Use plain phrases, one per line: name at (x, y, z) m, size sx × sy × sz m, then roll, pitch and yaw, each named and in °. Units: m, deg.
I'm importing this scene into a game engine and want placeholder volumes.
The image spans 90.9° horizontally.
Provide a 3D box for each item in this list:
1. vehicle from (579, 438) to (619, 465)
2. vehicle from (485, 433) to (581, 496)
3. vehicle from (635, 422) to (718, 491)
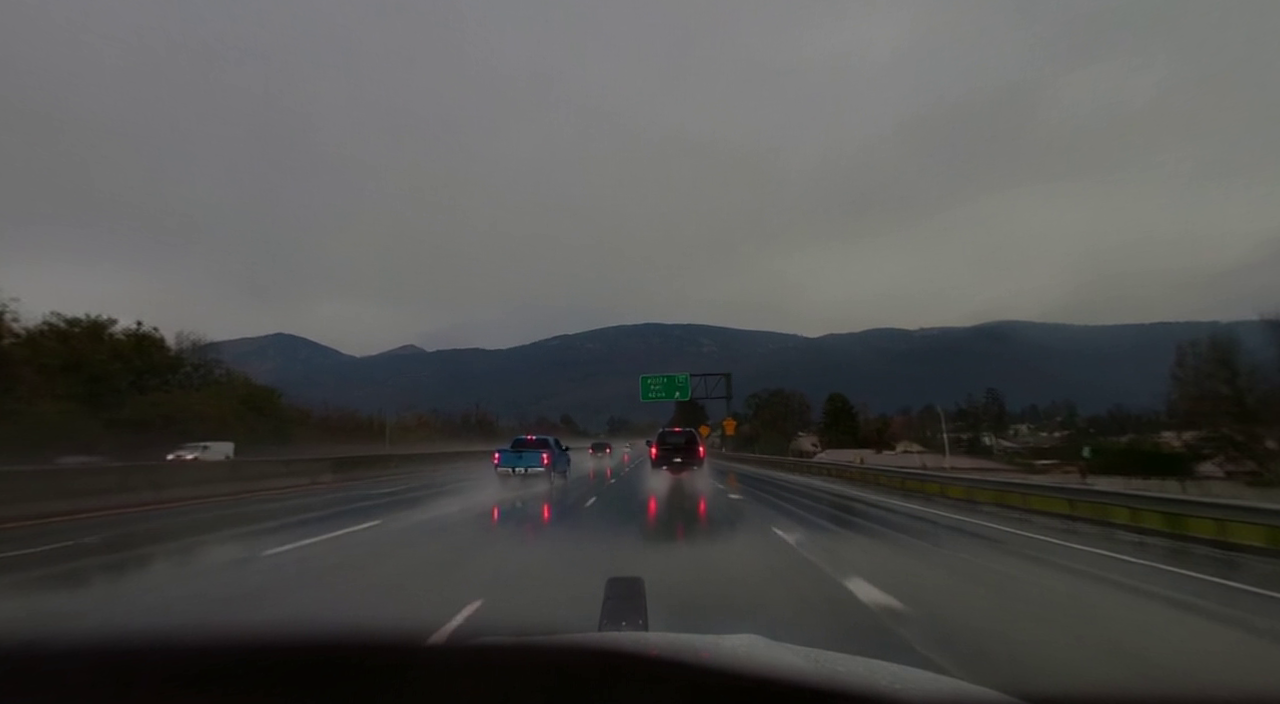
vehicle at (-2.622, 6.487, 41.057) m, size 2.106 × 1.651 × 4.040 m, roll -1°, pitch -9°, yaw 3°
vehicle at (-2.958, 3.206, 18.345) m, size 1.959 × 1.604 × 4.065 m, roll -1°, pitch -9°, yaw 2°
vehicle at (1.050, 3.240, 19.867) m, size 2.229 × 1.837 × 5.387 m, roll -1°, pitch -8°, yaw 1°
